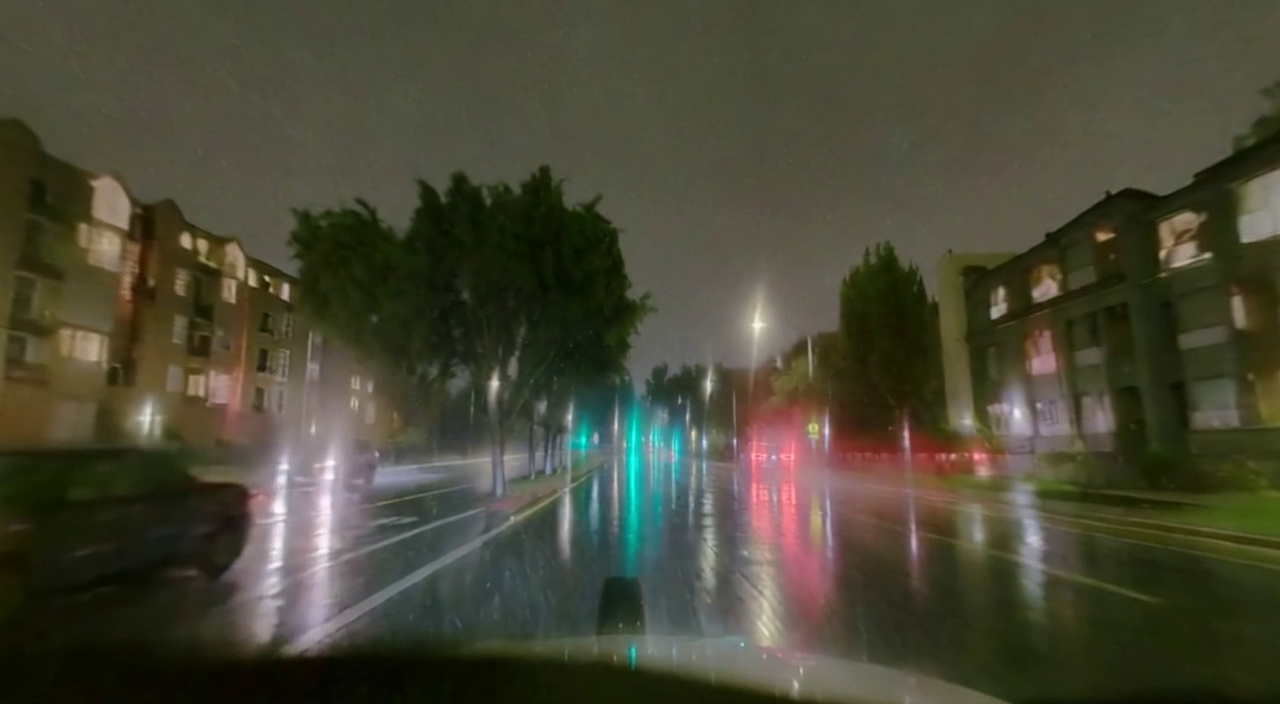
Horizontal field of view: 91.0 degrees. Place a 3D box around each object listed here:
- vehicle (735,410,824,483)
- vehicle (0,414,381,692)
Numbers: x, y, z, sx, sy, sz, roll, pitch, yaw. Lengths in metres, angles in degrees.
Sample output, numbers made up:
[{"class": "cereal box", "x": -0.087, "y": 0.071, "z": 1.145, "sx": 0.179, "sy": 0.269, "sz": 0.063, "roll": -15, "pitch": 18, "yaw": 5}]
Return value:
[{"class": "vehicle", "x": 6.689, "y": 4.731, "z": 31.496, "sx": 2.802, "sy": 3.208, "sz": 7.459, "roll": 0, "pitch": -9, "yaw": 0}, {"class": "vehicle", "x": -4.333, "y": 1.476, "z": 5.801, "sx": 2.003, "sy": 1.539, "sz": 4.396, "roll": -1, "pitch": -9, "yaw": 0}]
